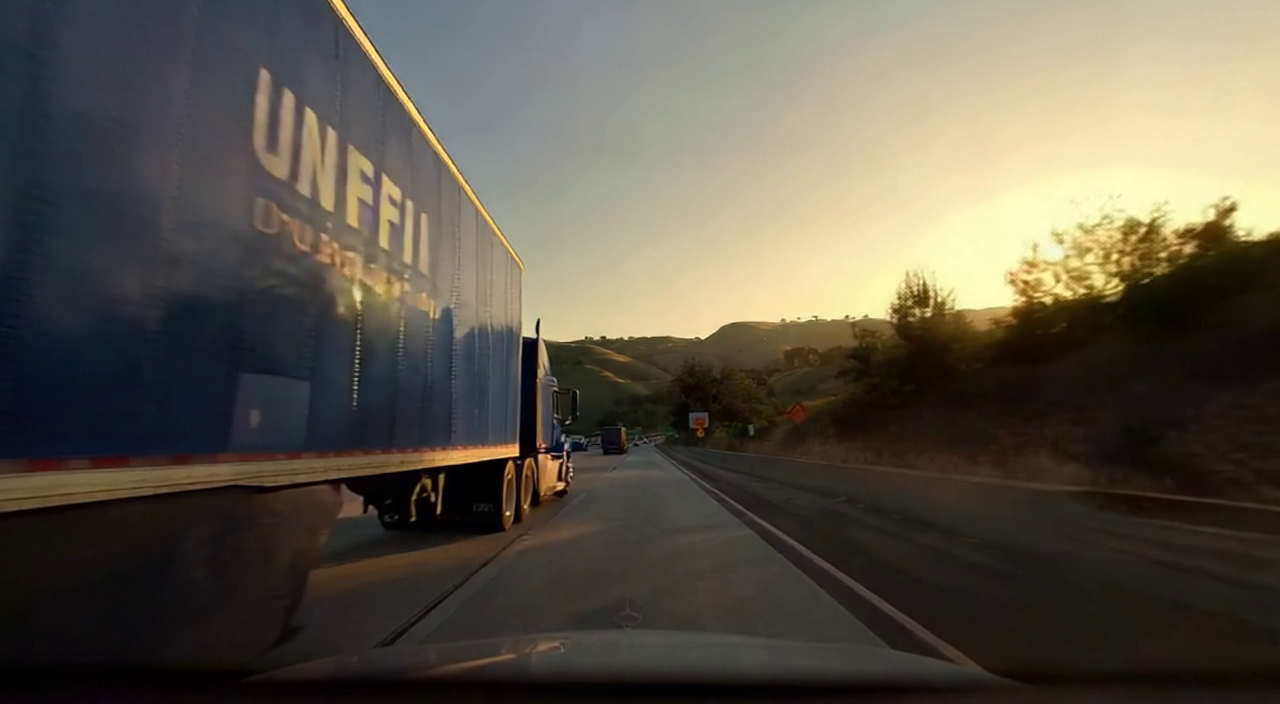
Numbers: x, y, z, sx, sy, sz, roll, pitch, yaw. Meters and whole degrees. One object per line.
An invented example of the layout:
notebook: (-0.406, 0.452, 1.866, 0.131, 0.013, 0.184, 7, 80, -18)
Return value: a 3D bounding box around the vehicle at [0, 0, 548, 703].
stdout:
vehicle: (-3.265, -0.358, 2.669, 3.202, 4.352, 16.251, 0, -8, 0)
